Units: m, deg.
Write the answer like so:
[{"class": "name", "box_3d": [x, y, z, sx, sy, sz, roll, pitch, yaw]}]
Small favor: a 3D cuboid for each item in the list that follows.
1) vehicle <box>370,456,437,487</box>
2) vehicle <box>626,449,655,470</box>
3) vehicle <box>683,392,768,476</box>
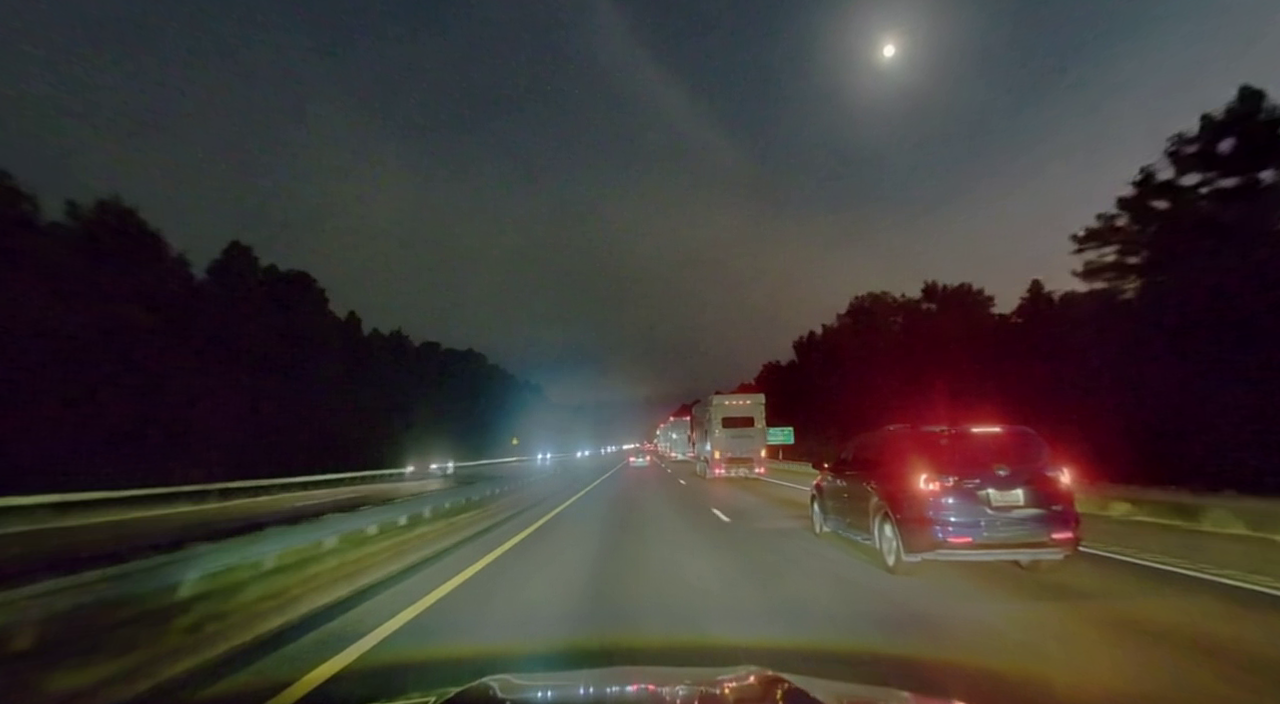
[{"class": "vehicle", "box_3d": [-12.598, 6.387, 33.888, 1.897, 1.476, 4.243, 0, -9, 0]}, {"class": "vehicle", "box_3d": [0.000, 7.335, 43.059, 1.926, 1.386, 3.615, 0, -9, -1]}, {"class": "vehicle", "box_3d": [4.675, 5.133, 38.114, 2.939, 4.129, 14.300, 0, -9, -1]}]
